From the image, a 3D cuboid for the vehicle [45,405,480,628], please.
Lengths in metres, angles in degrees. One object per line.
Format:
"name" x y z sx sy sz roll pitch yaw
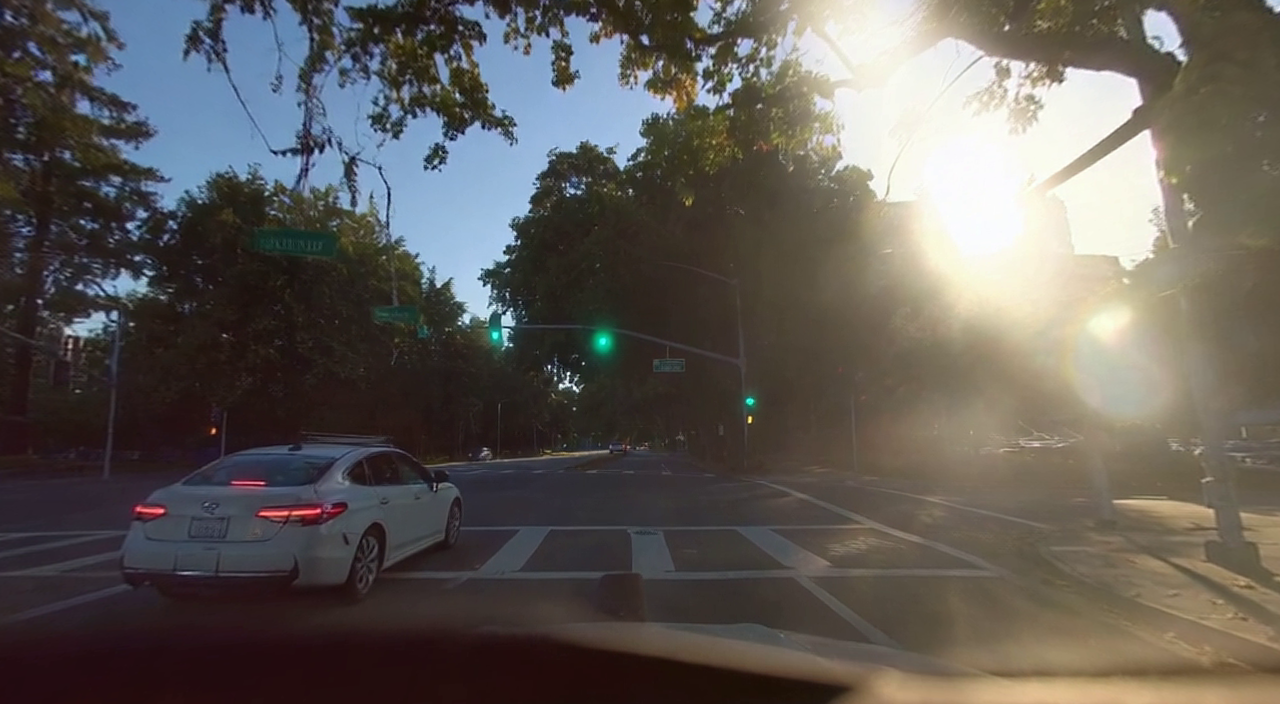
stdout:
"vehicle" -3.311 1.528 6.907 2.076 1.599 4.483 0 -9 -2
